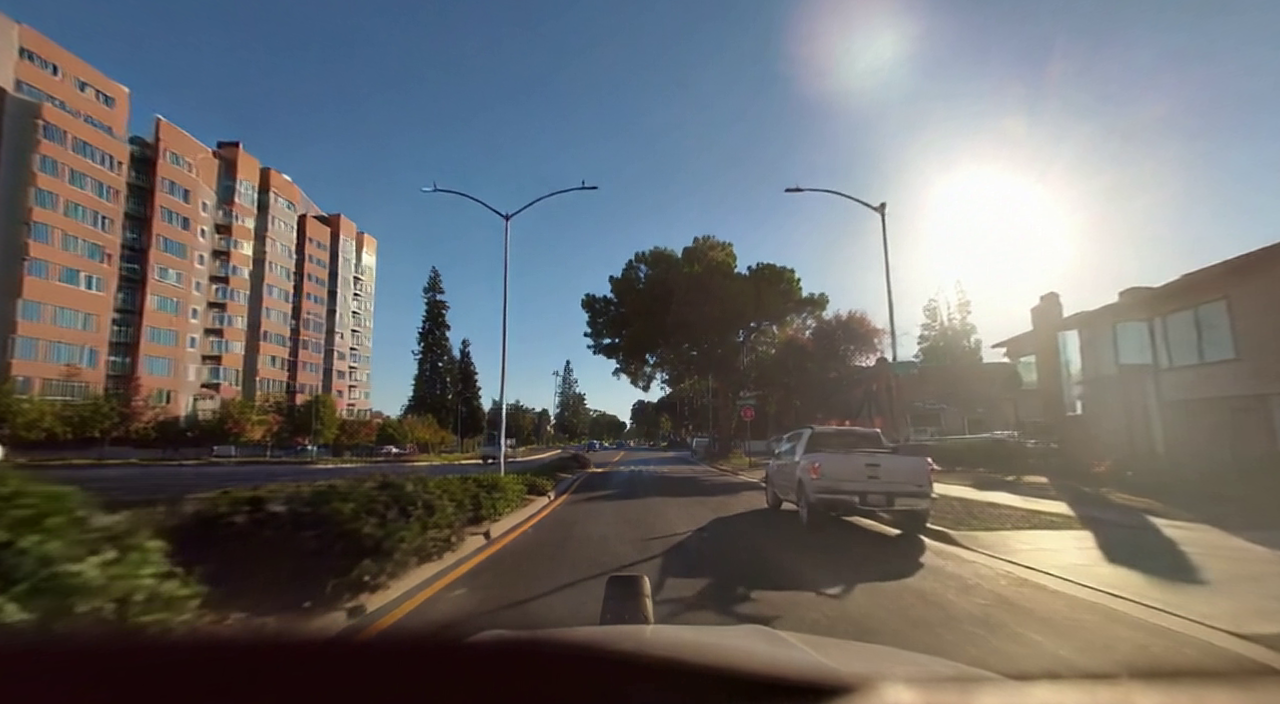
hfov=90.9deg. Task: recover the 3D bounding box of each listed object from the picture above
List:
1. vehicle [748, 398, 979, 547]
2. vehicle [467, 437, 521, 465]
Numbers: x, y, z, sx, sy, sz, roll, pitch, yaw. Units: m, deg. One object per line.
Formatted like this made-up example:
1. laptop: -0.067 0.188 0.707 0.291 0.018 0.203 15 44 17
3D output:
1. vehicle: 3.165 1.833 10.119 2.067 1.846 4.384 0 -9 0
2. vehicle: -8.647 5.904 37.648 2.024 1.532 3.863 -1 -9 4
